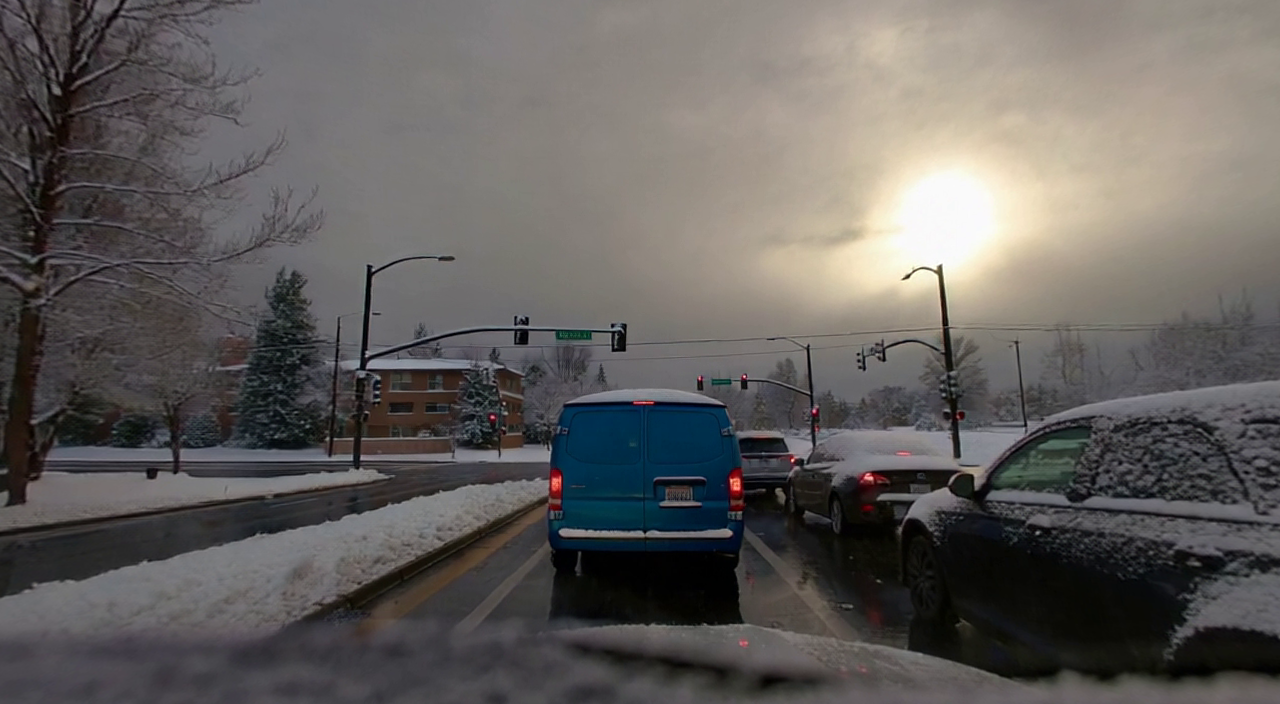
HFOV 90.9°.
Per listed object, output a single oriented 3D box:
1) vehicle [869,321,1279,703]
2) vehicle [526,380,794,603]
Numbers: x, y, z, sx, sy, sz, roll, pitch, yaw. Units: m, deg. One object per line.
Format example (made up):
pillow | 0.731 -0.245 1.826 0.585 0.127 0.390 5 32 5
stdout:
vehicle | 2.902 0.943 3.167 1.971 1.663 4.287 0 -8 1
vehicle | 0.175 1.463 7.434 2.185 1.822 4.391 0 -8 0
